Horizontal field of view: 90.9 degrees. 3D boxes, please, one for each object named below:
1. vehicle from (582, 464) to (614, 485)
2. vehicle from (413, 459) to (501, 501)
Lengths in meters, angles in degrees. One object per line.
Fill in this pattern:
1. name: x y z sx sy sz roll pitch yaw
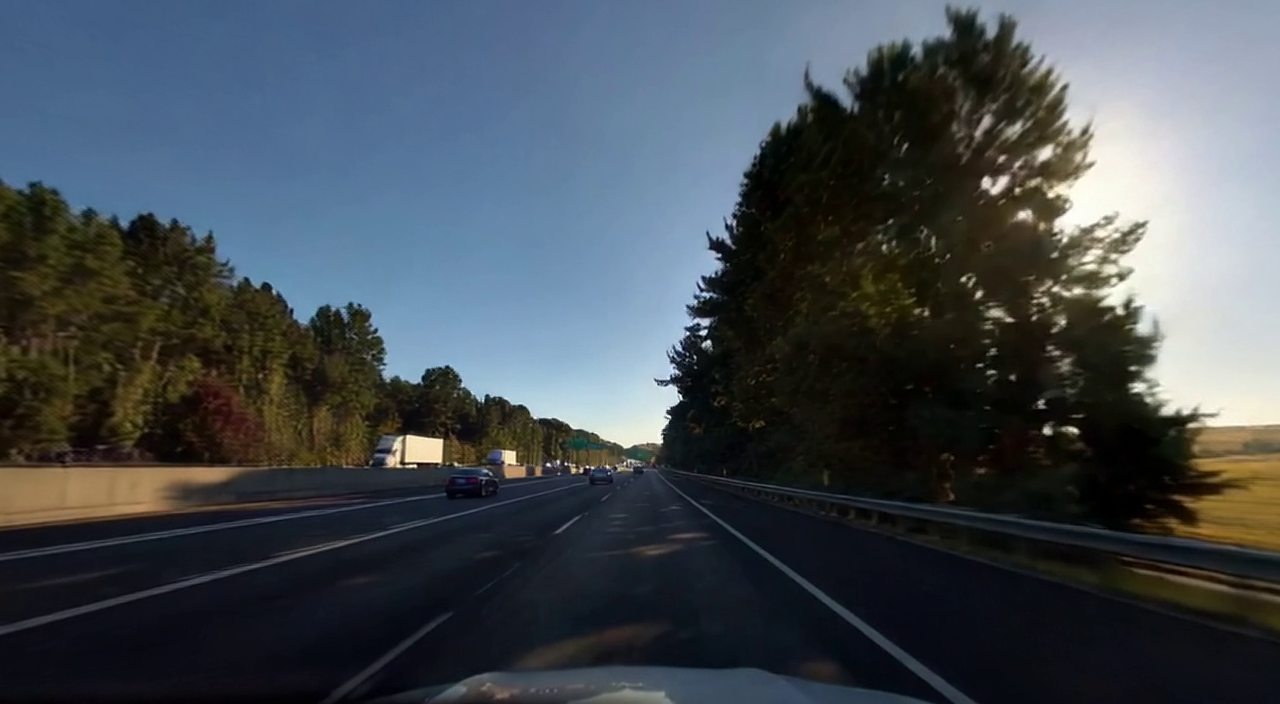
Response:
1. vehicle: -3.153 9.384 48.503 2.039 1.505 4.843 1 -10 1
2. vehicle: -7.109 5.029 25.014 1.956 1.451 4.674 1 -10 1
